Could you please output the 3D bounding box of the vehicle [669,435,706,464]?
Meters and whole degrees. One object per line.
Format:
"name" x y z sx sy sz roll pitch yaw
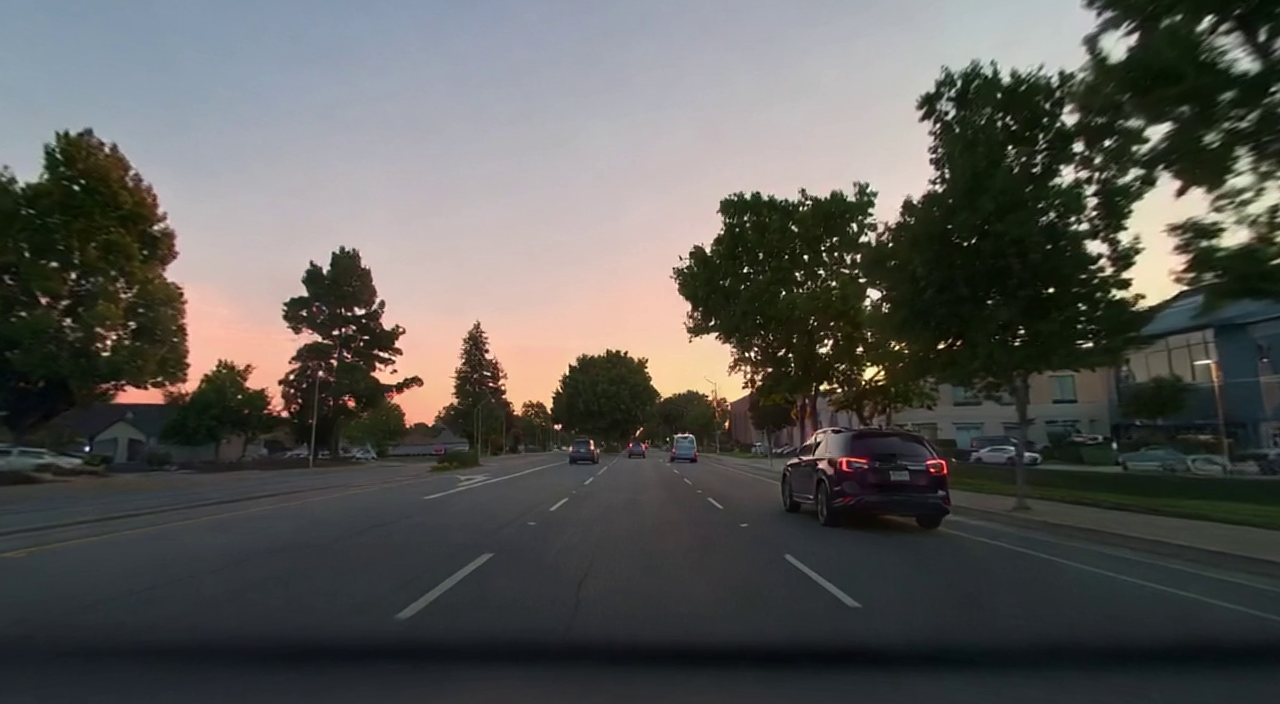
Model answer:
"vehicle" 3.427 7.220 46.774 2.197 2.034 4.667 0 -8 -2

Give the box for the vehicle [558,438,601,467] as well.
"vehicle" -3.907 6.610 41.652 2.220 1.793 4.885 0 -8 2

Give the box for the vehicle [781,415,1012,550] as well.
"vehicle" 3.997 2.103 10.841 2.060 1.816 4.343 0 -8 -1

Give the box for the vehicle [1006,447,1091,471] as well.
"vehicle" 28.076 7.347 43.516 4.413 1.580 2.028 0 -8 2

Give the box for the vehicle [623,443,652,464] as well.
"vehicle" -0.219 7.554 47.090 2.074 1.463 4.016 0 -8 -1
